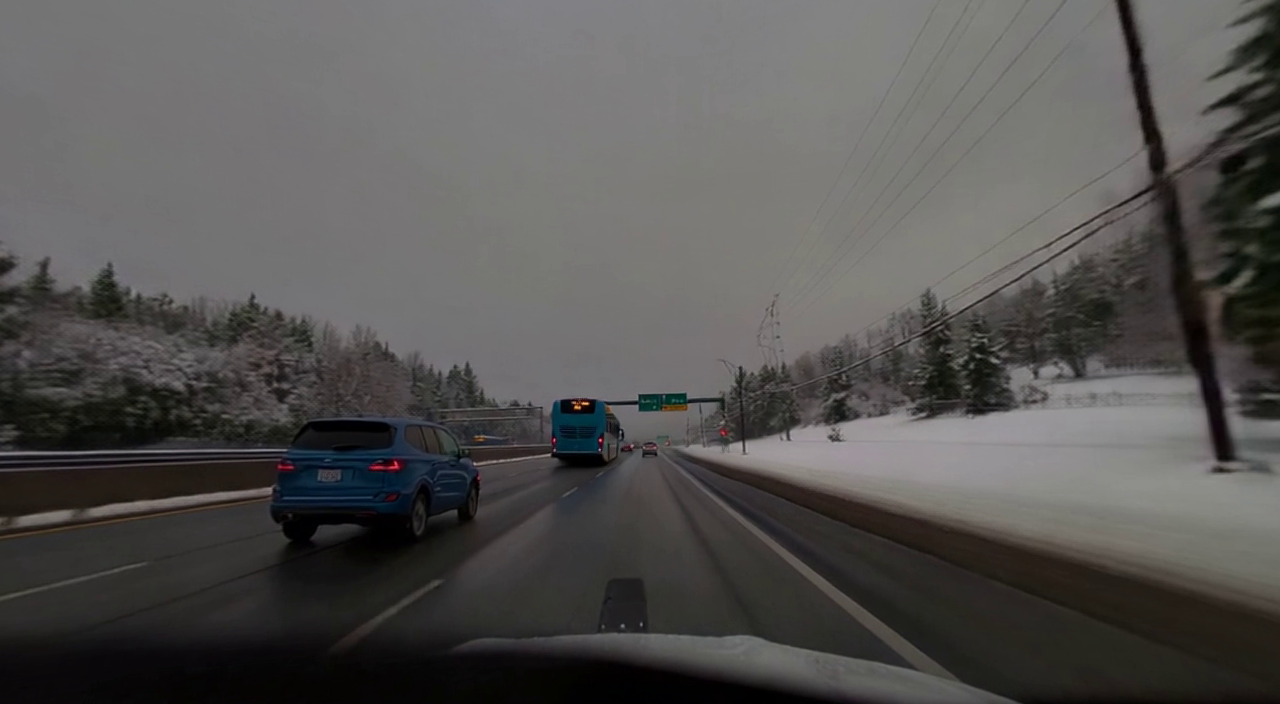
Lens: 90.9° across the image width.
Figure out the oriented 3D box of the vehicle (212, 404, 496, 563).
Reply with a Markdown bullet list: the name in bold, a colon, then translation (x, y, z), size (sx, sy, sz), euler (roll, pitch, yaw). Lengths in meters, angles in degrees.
- **vehicle**: translation (-3.648, 1.765, 9.129), size (2.021, 1.730, 4.223), euler (0, -8, 1)

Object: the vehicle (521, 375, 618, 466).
- **vehicle**: translation (-3.196, 3.846, 32.576), size (3.382, 3.712, 11.766), euler (2, -9, 1)

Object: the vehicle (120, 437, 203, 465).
- **vehicle**: translation (-24.092, 4.993, 31.910), size (1.472, 1.351, 3.350), euler (0, -9, 1)
